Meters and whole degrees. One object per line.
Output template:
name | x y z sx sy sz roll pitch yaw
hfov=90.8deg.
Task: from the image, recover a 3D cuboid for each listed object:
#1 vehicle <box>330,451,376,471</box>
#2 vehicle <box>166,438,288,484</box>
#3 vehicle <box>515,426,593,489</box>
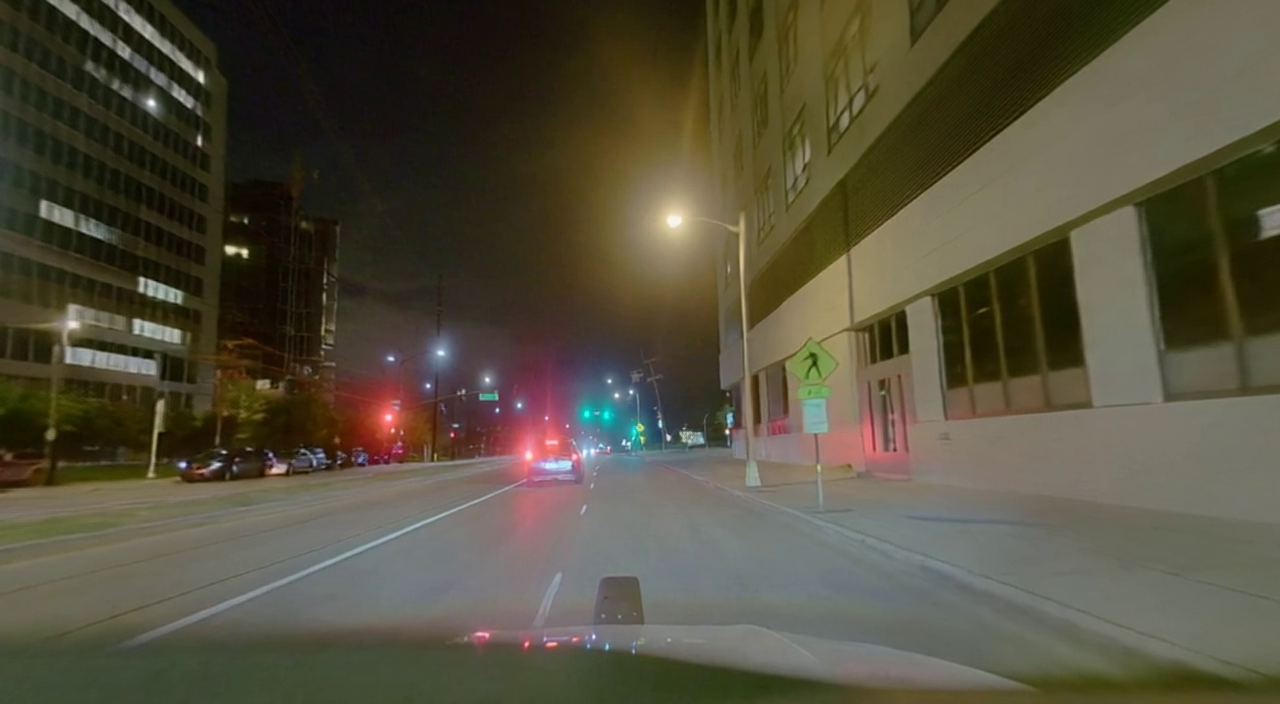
vehicle | -22.553 8.544 49.803 1.790 1.415 4.450 1 -8 -4
vehicle | -21.582 5.691 33.468 2.369 2.159 6.388 0 -8 -3
vehicle | -2.562 3.278 19.868 2.022 1.757 4.041 0 -8 -2
